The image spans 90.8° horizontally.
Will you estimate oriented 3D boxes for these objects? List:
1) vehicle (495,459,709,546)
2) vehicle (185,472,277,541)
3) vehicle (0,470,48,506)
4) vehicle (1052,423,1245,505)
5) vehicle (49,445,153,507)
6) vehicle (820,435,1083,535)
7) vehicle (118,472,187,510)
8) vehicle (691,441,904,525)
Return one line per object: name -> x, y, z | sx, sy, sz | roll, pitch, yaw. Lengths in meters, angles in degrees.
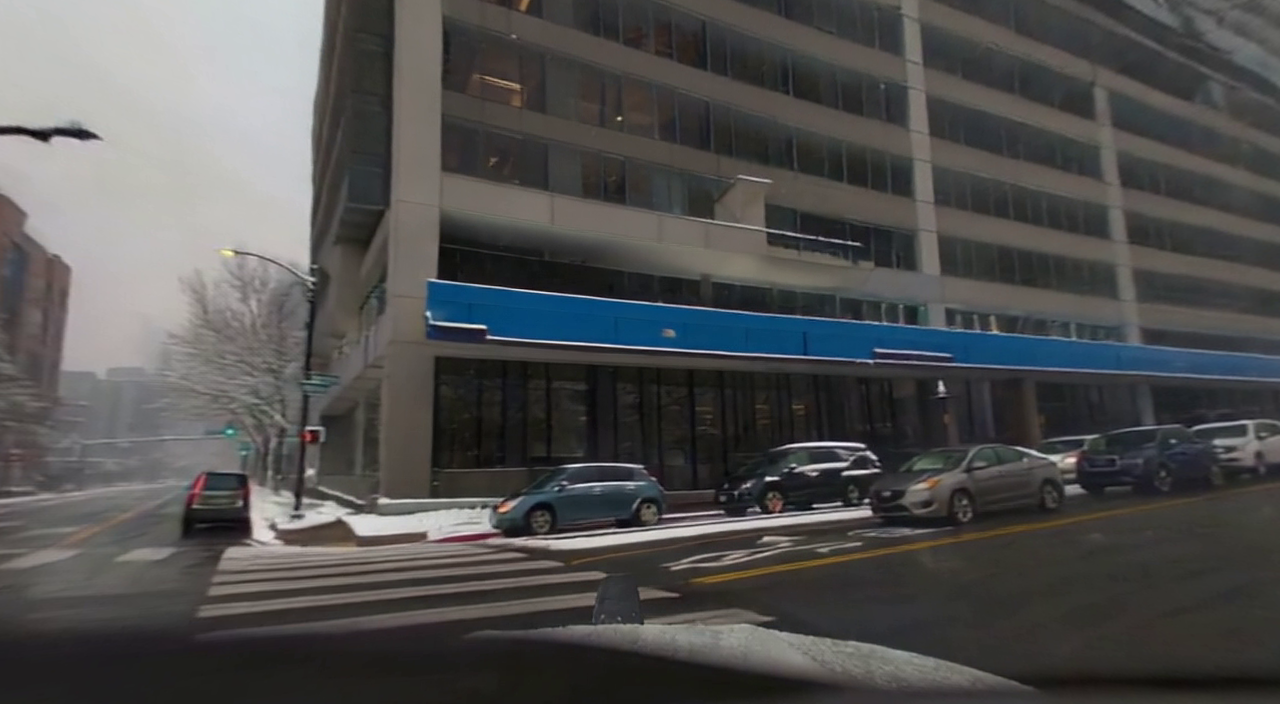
vehicle -> -0.898, 3.573, 15.291 | 4.705, 1.732, 1.996 | 5, -16, -30
vehicle -> -13.688, 5.097, 21.448 | 2.174, 1.780, 5.051 | 5, -10, -29
vehicle -> -42.524, 9.140, 42.630 | 2.404, 2.045, 5.570 | 5, -10, -30
vehicle -> 13.059, 2.817, 16.208 | 4.573, 1.814, 2.173 | 5, -10, -30
vehicle -> -36.729, 8.285, 43.656 | 3.435, 3.638, 12.225 | 5, -10, -32
vehicle -> 6.033, 2.423, 12.134 | 4.888, 1.558, 2.017 | 5, -10, -29
vehicle -> -25.367, 7.203, 33.035 | 2.025, 1.625, 4.596 | 4, -10, -28
vehicle -> 4.687, 3.698, 18.550 | 6.107, 2.086, 2.348 | 5, -10, -30
